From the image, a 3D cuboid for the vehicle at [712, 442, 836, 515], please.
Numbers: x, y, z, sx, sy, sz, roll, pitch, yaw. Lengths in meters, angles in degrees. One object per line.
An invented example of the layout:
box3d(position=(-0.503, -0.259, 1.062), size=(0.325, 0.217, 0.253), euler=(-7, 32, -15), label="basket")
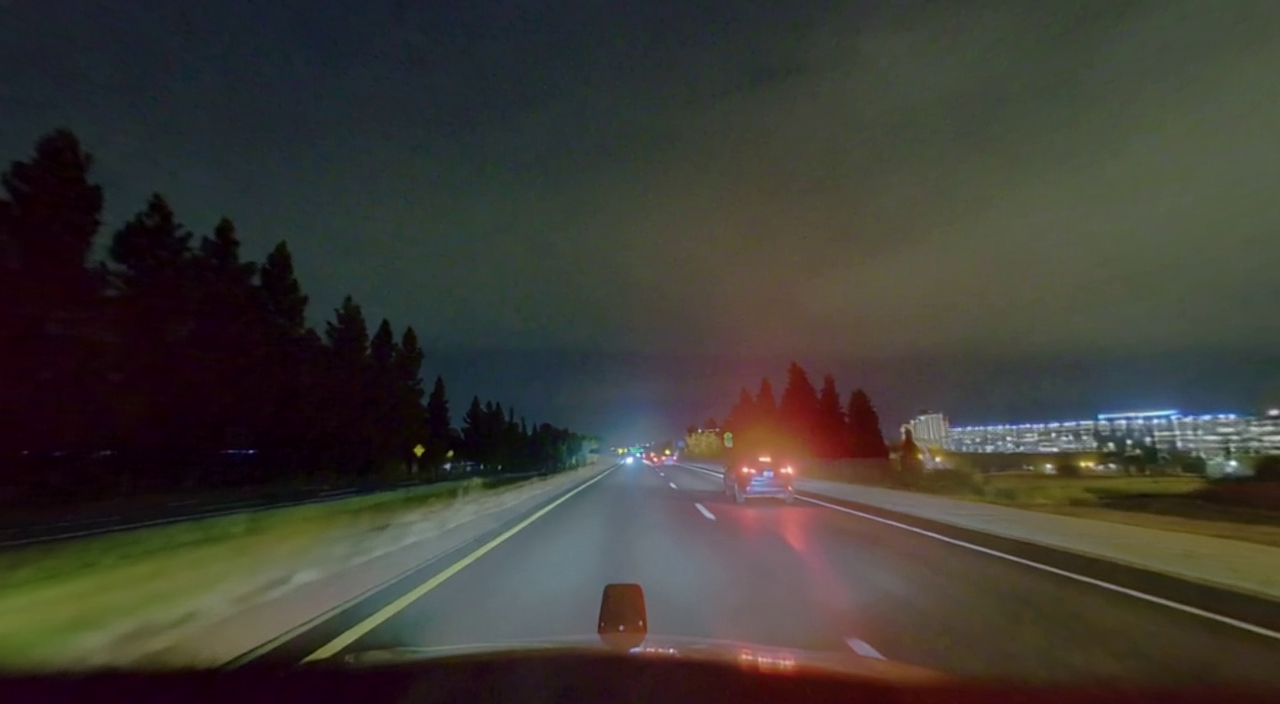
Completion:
box3d(position=(3.114, 3.052, 15.753), size=(2.042, 1.518, 4.477), euler=(1, -9, -1), label="vehicle")
